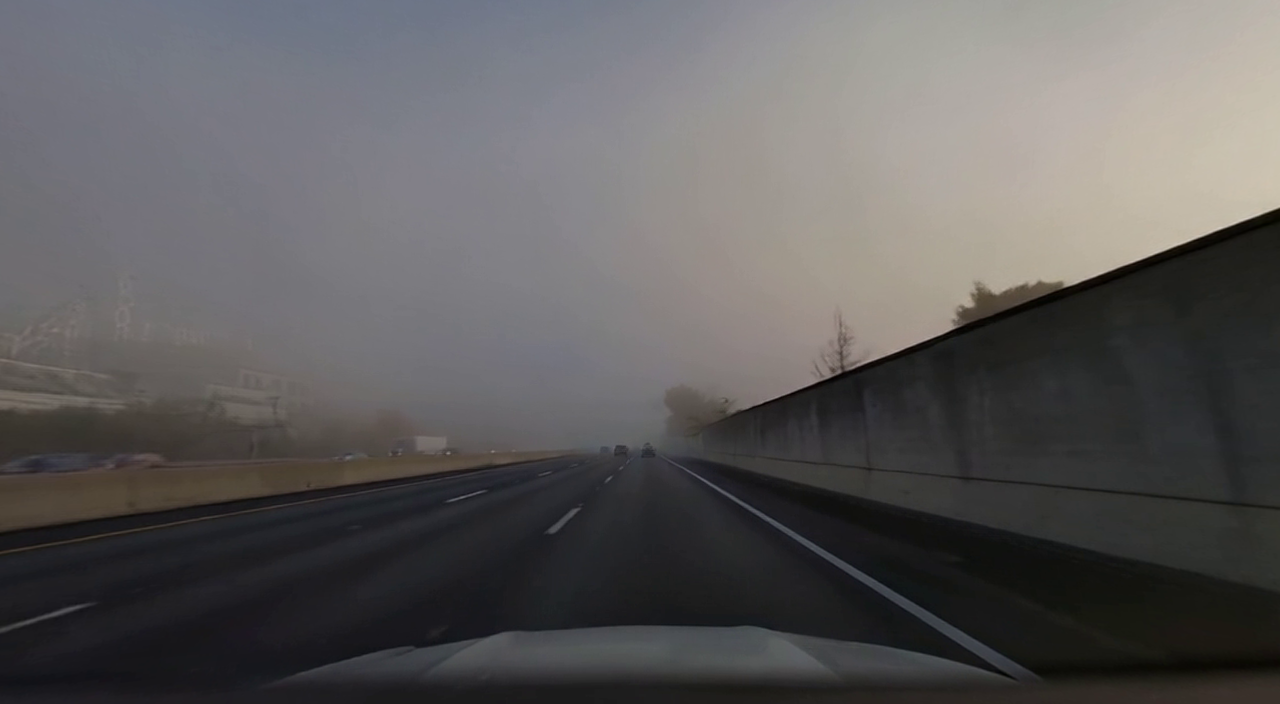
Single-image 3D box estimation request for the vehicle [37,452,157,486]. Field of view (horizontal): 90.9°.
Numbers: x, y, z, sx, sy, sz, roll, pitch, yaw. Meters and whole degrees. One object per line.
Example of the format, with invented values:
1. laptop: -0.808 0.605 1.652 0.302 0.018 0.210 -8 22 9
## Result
1. vehicle: -28.136 6.039 32.929 1.893 1.522 4.847 0 -8 1
